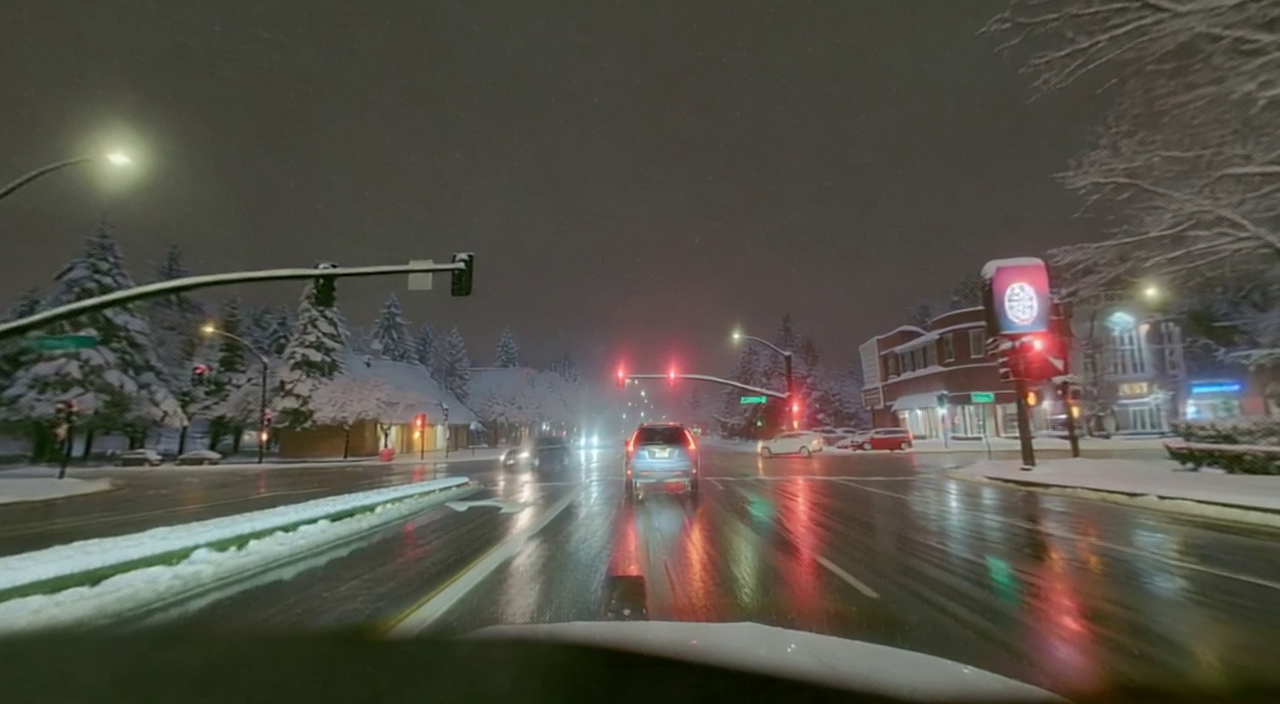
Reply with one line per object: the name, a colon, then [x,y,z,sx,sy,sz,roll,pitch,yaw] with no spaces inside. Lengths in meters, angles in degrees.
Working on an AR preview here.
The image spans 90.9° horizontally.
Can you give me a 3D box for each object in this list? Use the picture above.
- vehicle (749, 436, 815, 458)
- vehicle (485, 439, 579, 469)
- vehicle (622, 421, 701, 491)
vehicle: [9.483,6.382,42.366,3.963,1.480,1.774,0,-8,-2]
vehicle: [-5.796,5.496,34.206,4.705,1.486,2.013,8,-12,-44]
vehicle: [0.571,2.950,18.179,1.994,1.759,4.186,0,-8,1]
